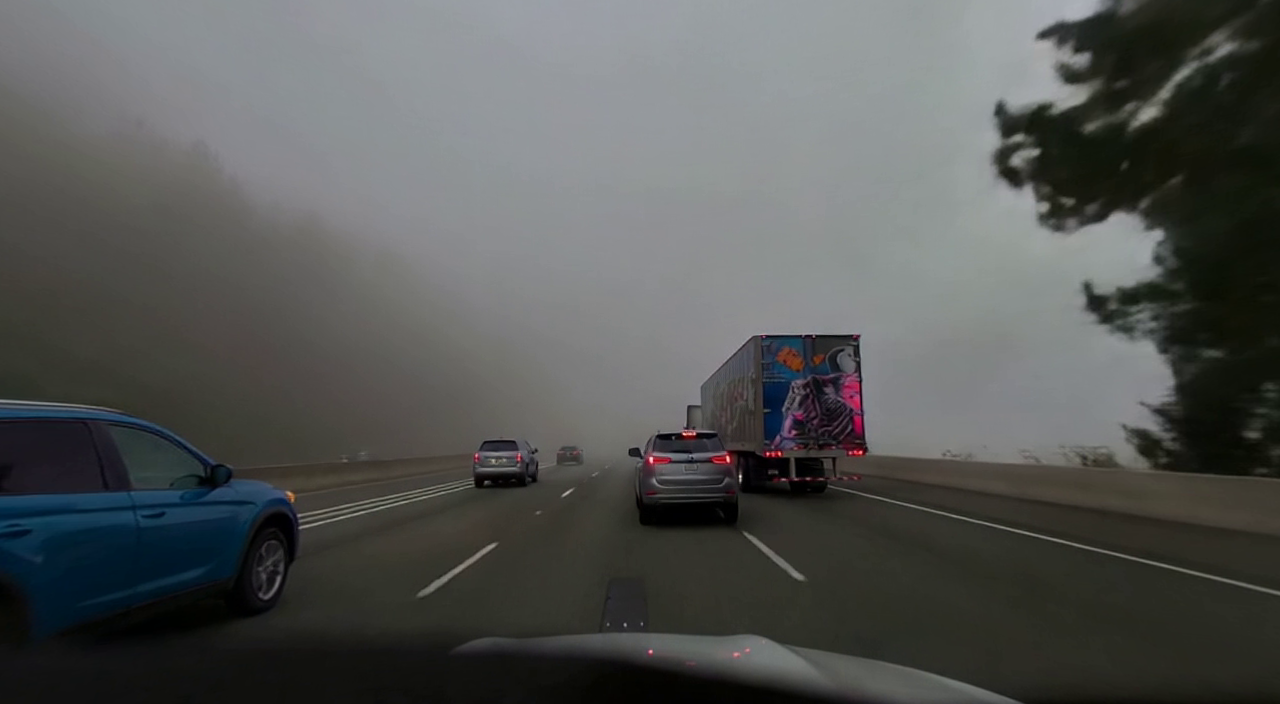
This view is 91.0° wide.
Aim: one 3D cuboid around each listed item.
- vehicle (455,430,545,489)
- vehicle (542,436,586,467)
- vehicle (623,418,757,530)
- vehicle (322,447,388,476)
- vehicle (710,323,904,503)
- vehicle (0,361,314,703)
[{"bbox_3d":[-4.250,3.315,19.740,1.905,1.642,3.803,0,-8,1],"label":"vehicle"},{"bbox_3d":[-4.380,5.795,36.905,2.014,1.683,4.275,0,-8,1],"label":"vehicle"},{"bbox_3d":[0.712,2.091,11.273,2.017,1.662,3.543,0,-8,-1],"label":"vehicle"},{"bbox_3d":[-15.869,6.103,35.276,1.772,1.495,3.954,0,-8,1],"label":"vehicle"},{"bbox_3d":[4.537,2.366,21.409,2.828,4.081,14.220,0,-8,0],"label":"vehicle"},{"bbox_3d":[-4.040,0.963,3.548,1.983,1.666,4.452,0,-8,0],"label":"vehicle"}]
